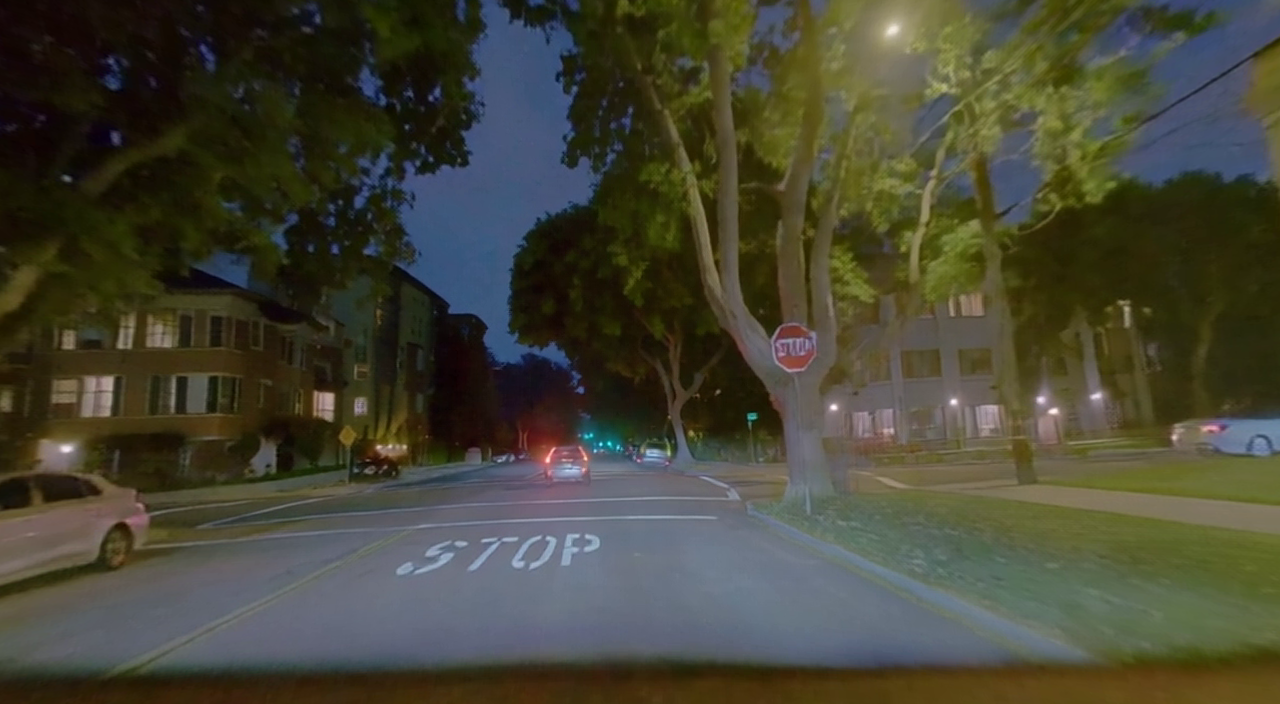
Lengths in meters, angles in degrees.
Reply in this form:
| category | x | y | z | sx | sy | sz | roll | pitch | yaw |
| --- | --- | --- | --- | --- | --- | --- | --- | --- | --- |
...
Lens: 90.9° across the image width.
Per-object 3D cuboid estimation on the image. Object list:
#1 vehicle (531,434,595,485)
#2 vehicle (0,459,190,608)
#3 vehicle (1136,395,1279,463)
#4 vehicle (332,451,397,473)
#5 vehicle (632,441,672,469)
| category | x | y | z | sx | sy | sz | roll | pitch | yaw |
| --- | --- | --- | --- | --- | --- | --- | --- | --- | --- |
| vehicle | -2.811 | 4.038 | 23.886 | 2.172 | 1.722 | 4.201 | 0 | -9 | -4 |
| vehicle | -7.538 | 1.981 | 6.988 | 1.819 | 1.461 | 4.723 | 0 | -9 | -3 |
| vehicle | 17.760 | 2.277 | 18.441 | 4.817 | 1.881 | 2.002 | 0 | -9 | -3 |
| vehicle | -19.886 | 7.919 | 45.585 | 3.806 | 1.501 | 1.892 | 0 | -8 | -3 |
| vehicle | 0.682 | 6.282 | 38.525 | 1.987 | 1.608 | 3.883 | 1 | -9 | -6 |
